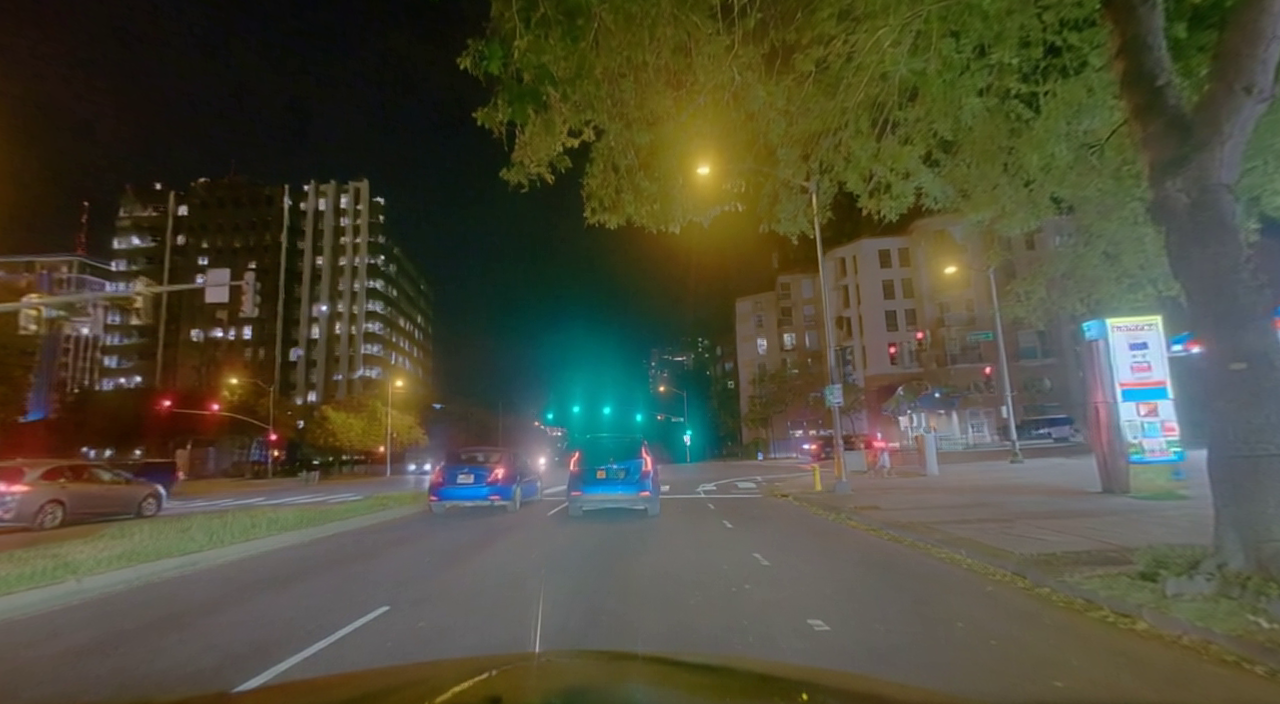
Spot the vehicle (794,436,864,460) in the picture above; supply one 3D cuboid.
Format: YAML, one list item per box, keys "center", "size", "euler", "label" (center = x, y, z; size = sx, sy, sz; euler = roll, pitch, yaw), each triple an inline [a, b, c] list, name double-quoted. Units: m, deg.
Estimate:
- center: [13.875, 7.054, 46.544]
  size: [4.524, 1.681, 1.823]
  euler: [0, -8, -1]
  label: "vehicle"

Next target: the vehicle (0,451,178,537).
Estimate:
- center: [-13.477, 3.126, 14.580]
  size: [1.995, 1.626, 4.592]
  euler: [0, -8, 2]
  label: "vehicle"

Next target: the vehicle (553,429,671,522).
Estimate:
- center: [-0.504, 2.621, 13.985]
  size: [2.210, 1.722, 4.215]
  euler: [0, -8, 1]
  label: "vehicle"

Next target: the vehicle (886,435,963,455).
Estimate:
- center: [20.767, 6.830, 46.255]
  size: [4.700, 1.417, 1.789]
  euler: [0, -8, 1]
  label: "vehicle"

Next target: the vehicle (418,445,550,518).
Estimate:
- center: [-3.552, 3.016, 15.317]
  size: [2.003, 1.492, 4.291]
  euler: [0, -8, 2]
  label: "vehicle"

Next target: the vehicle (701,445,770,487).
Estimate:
- center: [3.870, 4.436, 24.993]
  size: [1.976, 1.462, 4.342]
  euler: [-3, -9, 18]
  label: "vehicle"
